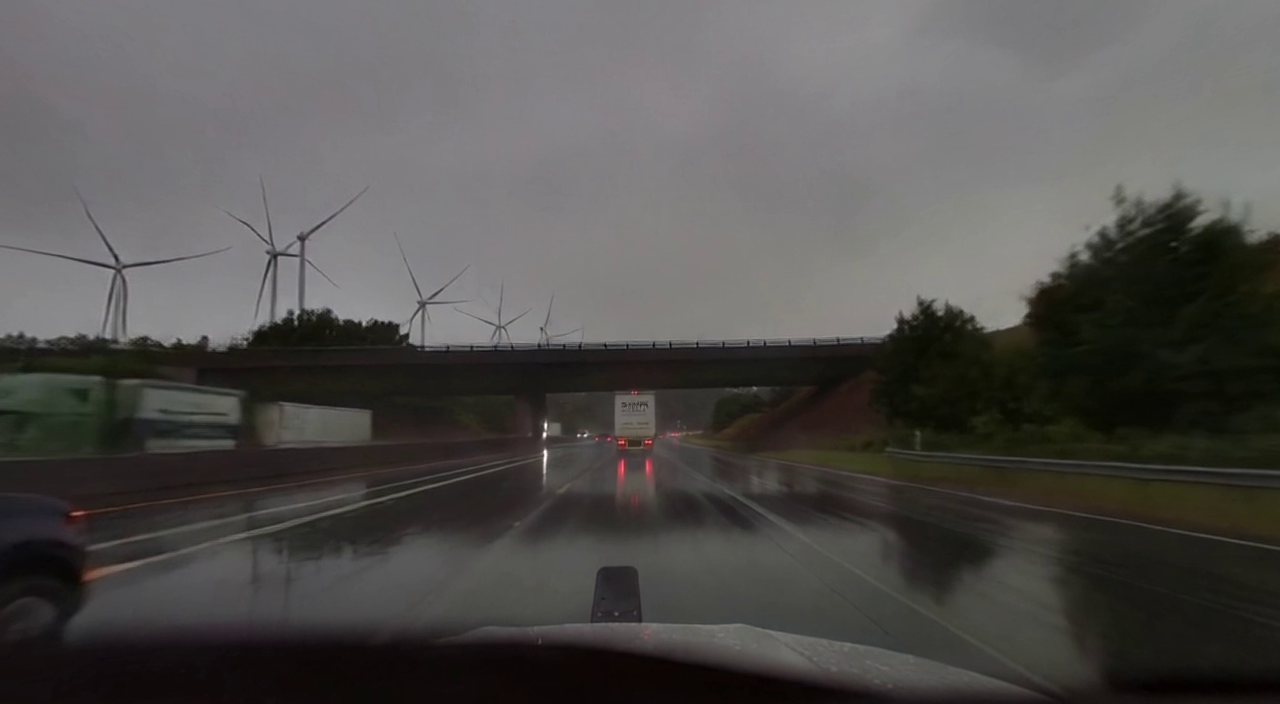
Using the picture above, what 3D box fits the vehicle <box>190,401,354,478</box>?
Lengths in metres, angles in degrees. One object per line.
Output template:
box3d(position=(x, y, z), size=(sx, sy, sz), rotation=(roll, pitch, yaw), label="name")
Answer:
box3d(position=(-16.770, 4.088, 29.658), size=(2.855, 3.104, 8.039), rotation=(0, -8, 0), label="vehicle")

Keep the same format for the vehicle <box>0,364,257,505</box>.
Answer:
box3d(position=(-16.586, 2.623, 20.048), size=(2.928, 3.408, 9.523), rotation=(0, -8, -1), label="vehicle")

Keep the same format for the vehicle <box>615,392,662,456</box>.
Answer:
box3d(position=(-0.242, 5.391, 45.787), size=(2.906, 3.990, 12.551), rotation=(0, -8, -1), label="vehicle")
